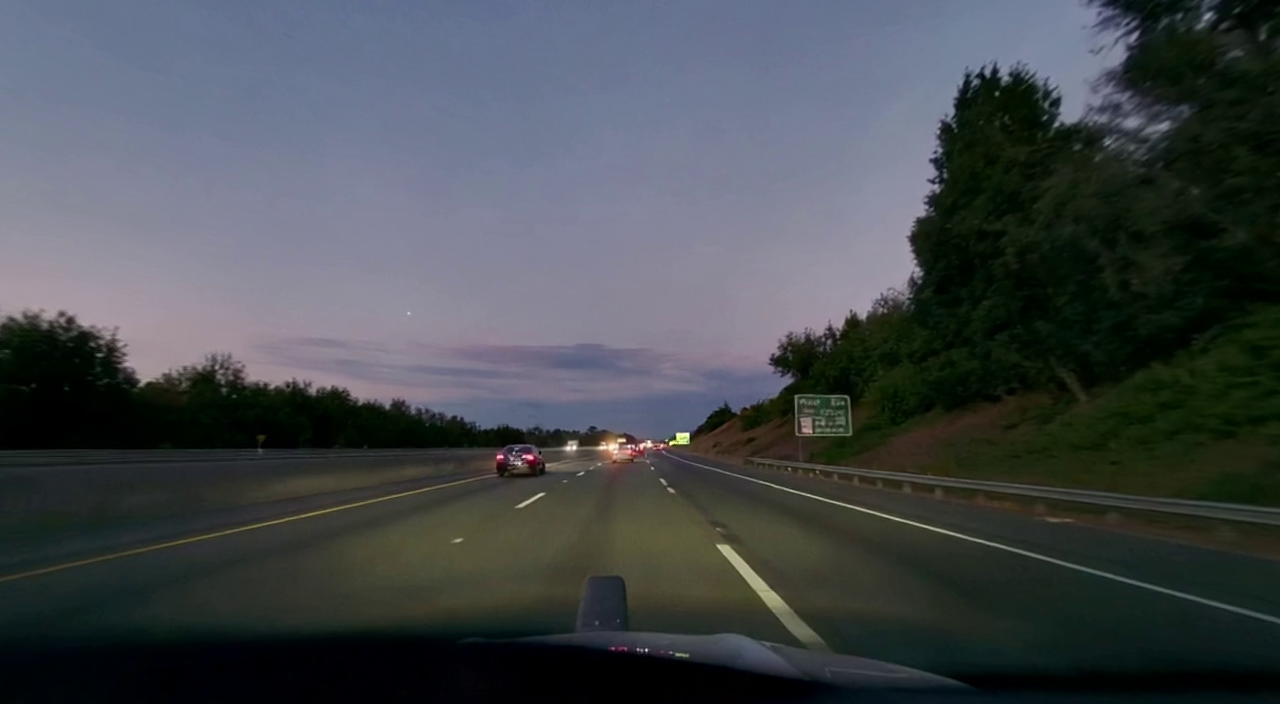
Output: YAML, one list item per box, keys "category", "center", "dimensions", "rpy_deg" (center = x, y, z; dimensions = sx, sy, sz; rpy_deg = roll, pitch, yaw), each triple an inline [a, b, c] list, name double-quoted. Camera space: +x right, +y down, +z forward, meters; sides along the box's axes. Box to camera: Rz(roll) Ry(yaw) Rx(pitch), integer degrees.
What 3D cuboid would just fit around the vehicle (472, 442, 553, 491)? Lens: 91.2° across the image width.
- category: "vehicle"
  center: [-4.477, 4.090, 22.826]
  dimensions: [2.028, 1.563, 4.734]
  rpy_deg: [0, -9, -1]
